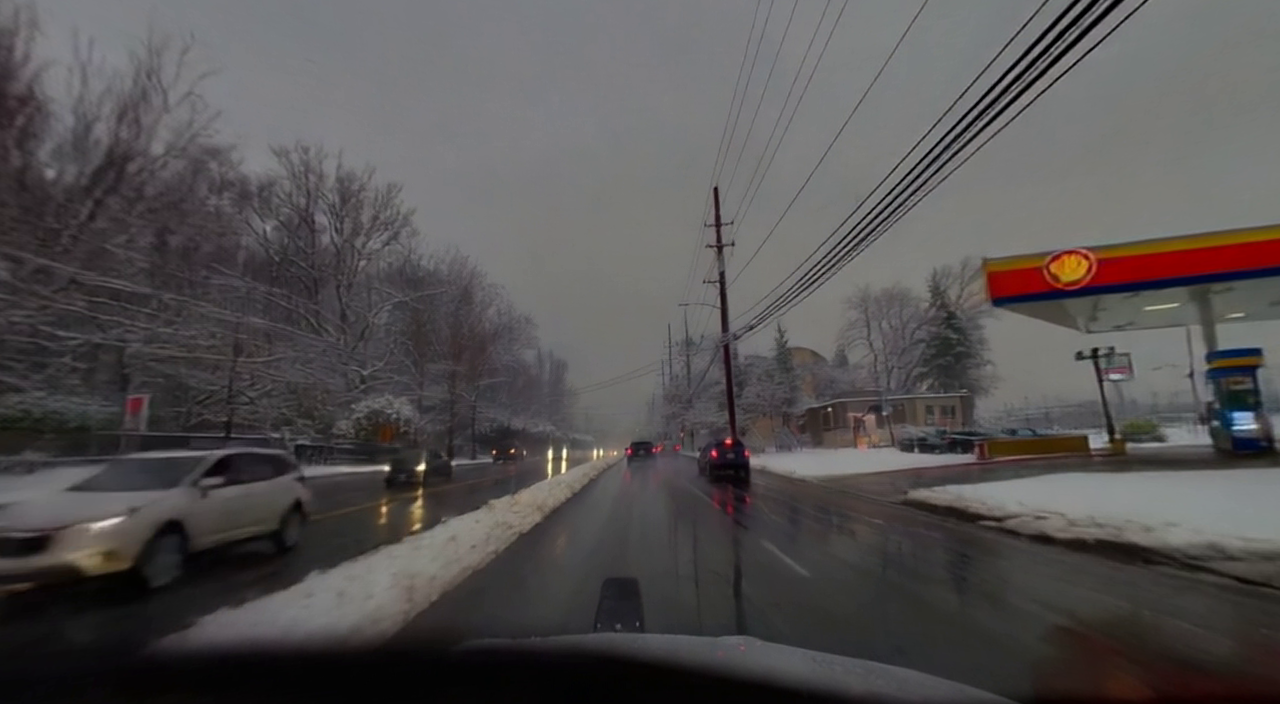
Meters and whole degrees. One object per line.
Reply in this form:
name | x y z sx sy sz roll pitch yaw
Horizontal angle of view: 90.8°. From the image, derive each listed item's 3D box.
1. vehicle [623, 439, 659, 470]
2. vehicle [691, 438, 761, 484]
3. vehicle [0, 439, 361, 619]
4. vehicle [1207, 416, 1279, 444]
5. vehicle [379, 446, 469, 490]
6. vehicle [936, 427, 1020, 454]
vehicle | 0.046 6.429 39.755 2.163 1.825 4.073 -1 -9 -1
vehicle | 3.232 4.230 24.730 1.990 1.592 4.294 -1 -9 -2
vehicle | -4.931 1.788 7.242 1.816 1.484 3.629 -1 -9 0
vehicle | 43.129 5.547 44.834 2.150 1.588 3.729 3 -13 -38
vehicle | -8.343 4.493 24.866 1.953 1.470 4.522 -2 -9 0
vehicle | 23.129 6.114 43.497 2.187 1.757 4.663 3 -9 -22
